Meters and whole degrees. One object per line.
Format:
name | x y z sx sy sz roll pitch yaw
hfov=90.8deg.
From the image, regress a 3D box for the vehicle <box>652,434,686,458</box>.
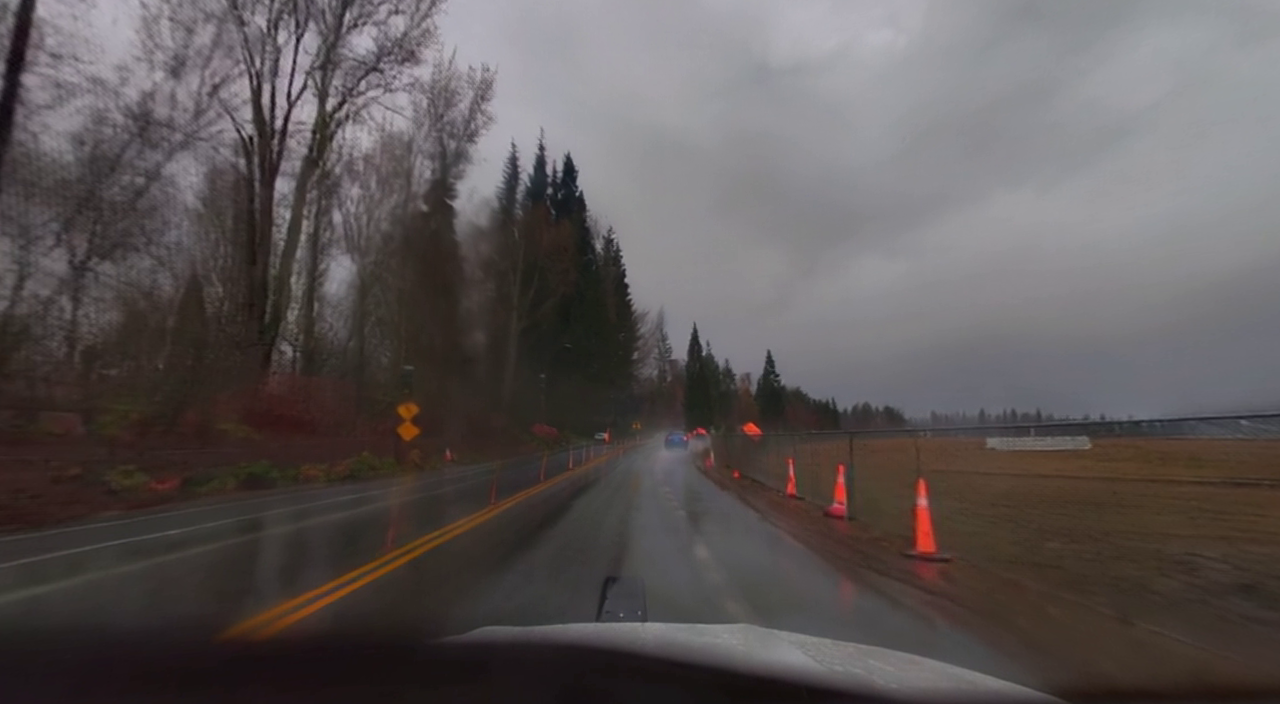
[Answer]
vehicle | 1.950 6.259 42.142 2.172 1.486 3.581 0 -9 2
